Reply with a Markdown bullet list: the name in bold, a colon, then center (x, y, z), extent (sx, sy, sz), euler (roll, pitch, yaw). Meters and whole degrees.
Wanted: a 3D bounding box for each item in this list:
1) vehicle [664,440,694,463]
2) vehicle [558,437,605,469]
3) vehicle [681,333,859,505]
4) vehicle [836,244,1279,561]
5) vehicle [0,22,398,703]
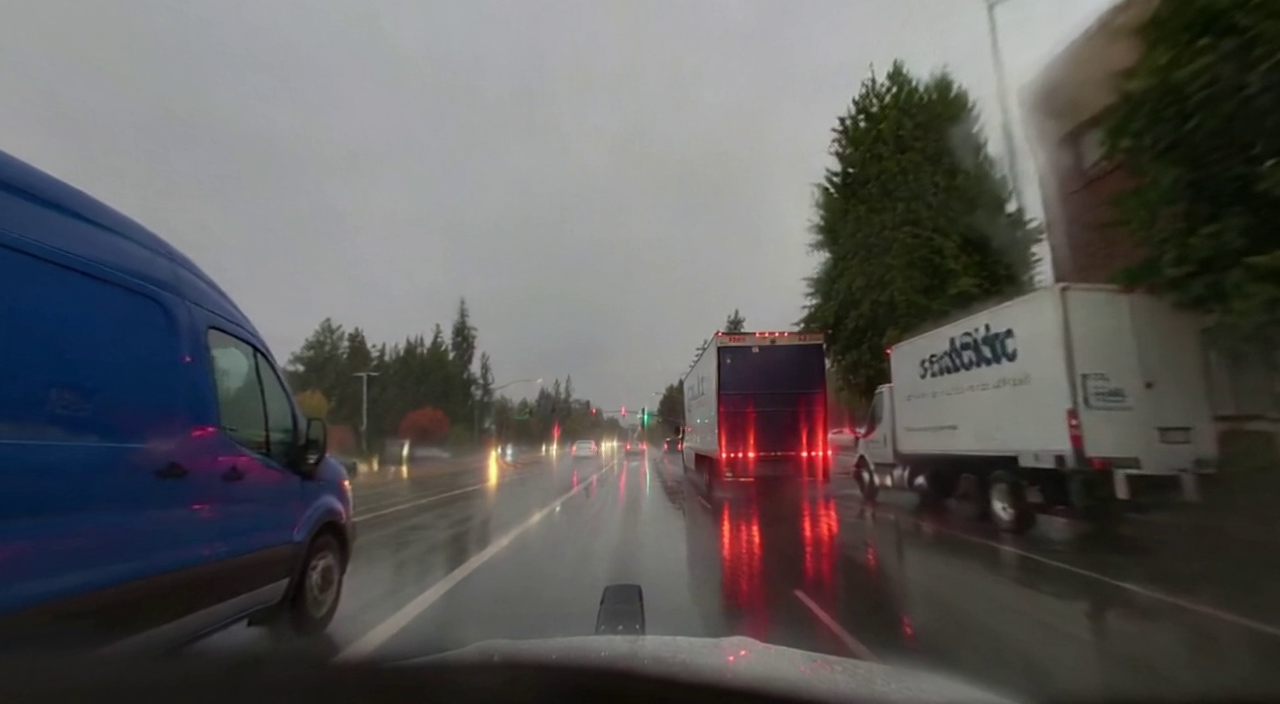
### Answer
- **vehicle**: center (2.770, 7.207, 45.822), extent (1.869, 1.616, 4.346), euler (0, -9, 0)
- **vehicle**: center (-3.411, 6.065, 38.006), extent (2.356, 1.766, 5.674), euler (0, -9, -1)
- **vehicle**: center (2.961, 2.078, 17.862), extent (2.861, 3.525, 9.858), euler (0, -9, 0)
- **vehicle**: center (6.979, 1.254, 12.469), extent (3.005, 3.947, 9.252), euler (0, -9, -1)
- **vehicle**: center (-3.429, 0.280, 2.257), extent (2.443, 2.784, 6.493), euler (0, -9, 1)
